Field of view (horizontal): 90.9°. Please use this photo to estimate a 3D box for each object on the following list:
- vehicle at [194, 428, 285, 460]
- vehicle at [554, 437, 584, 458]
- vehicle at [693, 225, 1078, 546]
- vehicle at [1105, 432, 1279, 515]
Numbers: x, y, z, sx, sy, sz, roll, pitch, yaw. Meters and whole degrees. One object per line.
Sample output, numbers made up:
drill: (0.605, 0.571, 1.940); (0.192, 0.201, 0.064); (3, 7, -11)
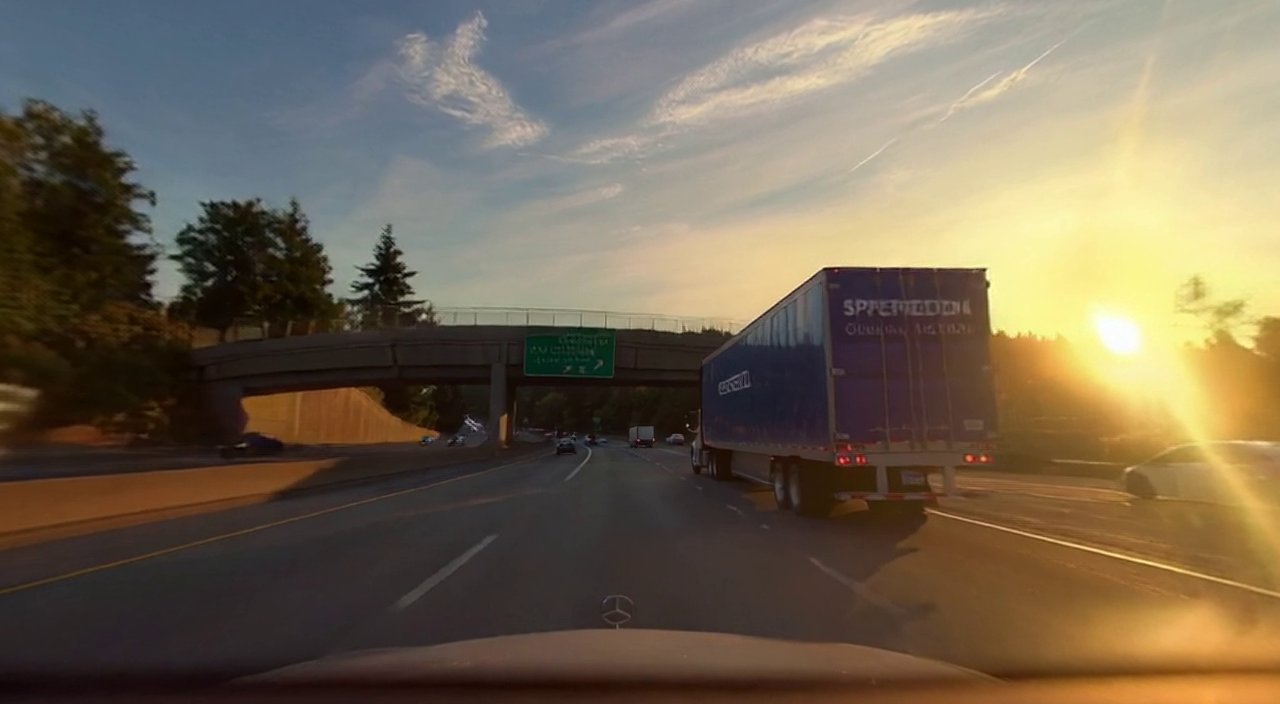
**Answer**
vehicle: (-19.838, 4.583, 31.427); (1.861, 1.482, 4.200); (0, -8, -2)
vehicle: (-5.443, 7.336, 48.613); (2.030, 1.547, 3.862); (0, -8, -3)
vehicle: (3.643, 1.322, 15.056); (2.910, 4.051, 14.278); (0, -8, -3)
vehicle: (13.537, 2.628, 14.033); (1.975, 1.655, 4.814); (2, -8, -14)
